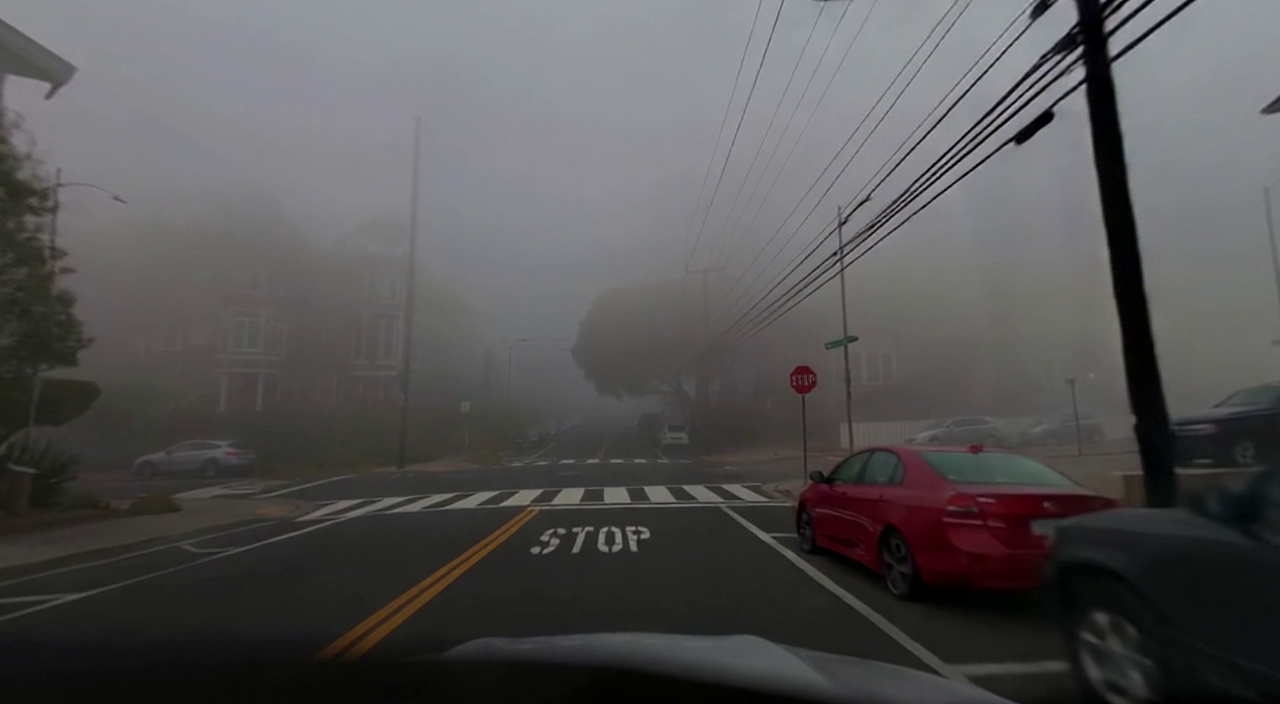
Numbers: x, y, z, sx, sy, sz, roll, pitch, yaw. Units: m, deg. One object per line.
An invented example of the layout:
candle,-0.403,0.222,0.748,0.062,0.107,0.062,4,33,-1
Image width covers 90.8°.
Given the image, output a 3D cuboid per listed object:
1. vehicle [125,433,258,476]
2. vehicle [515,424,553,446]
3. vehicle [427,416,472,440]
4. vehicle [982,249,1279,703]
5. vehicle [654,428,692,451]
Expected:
vehicle,-19.467,4.449,27.612,4.181,1.742,1.945,1,-8,-10
vehicle,-7.865,6.267,47.300,2.065,1.553,4.636,0,-8,0
vehicle,-13.899,5.651,46.435,1.992,1.678,4.658,0,-8,-2
vehicle,3.198,0.477,0.644,2.375,1.945,5.670,0,-8,-2
vehicle,2.169,5.980,43.051,2.120,1.487,4.360,0,-8,-3
